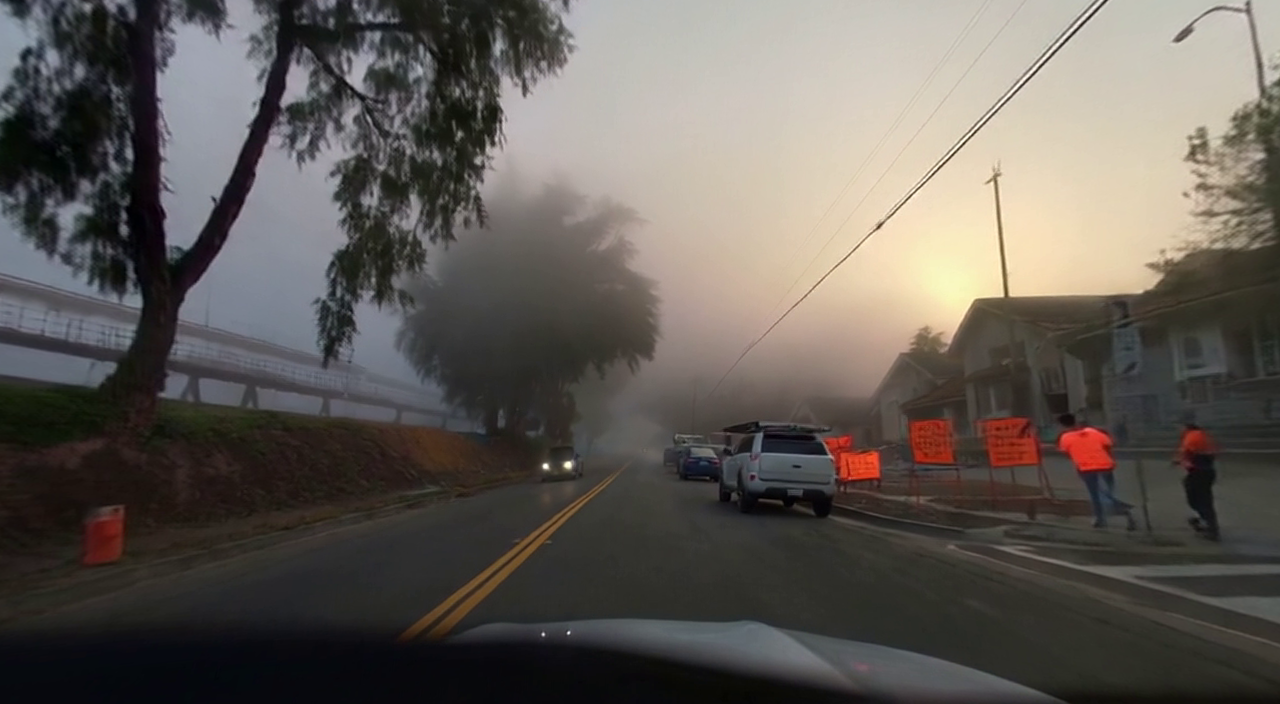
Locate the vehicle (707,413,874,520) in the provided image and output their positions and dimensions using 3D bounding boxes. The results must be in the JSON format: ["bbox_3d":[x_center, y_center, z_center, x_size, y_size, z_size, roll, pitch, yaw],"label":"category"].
[{"bbox_3d":[3.357,2.786,15.865,2.759,2.114,6.152,0,-9,1],"label":"vehicle"}]

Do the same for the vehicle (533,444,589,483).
[{"bbox_3d":[-3.658,5.270,30.121,2.078,1.716,4.367,0,-9,1],"label":"vehicle"}]
